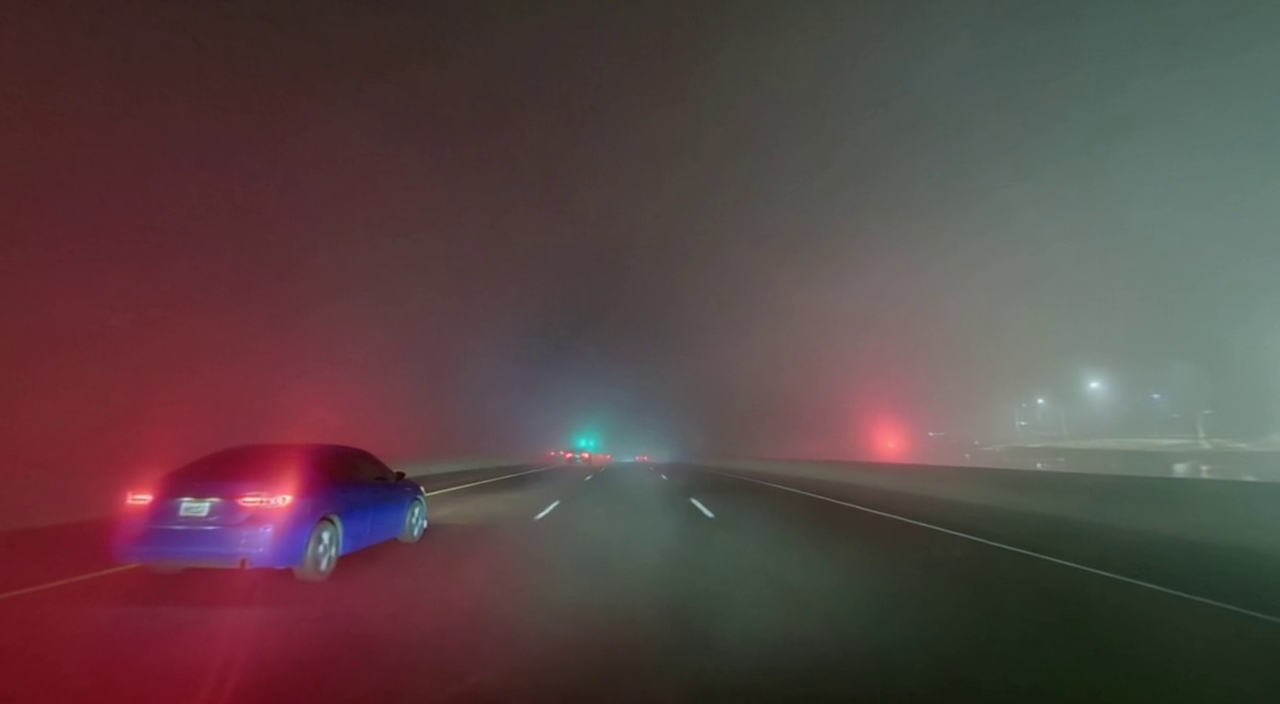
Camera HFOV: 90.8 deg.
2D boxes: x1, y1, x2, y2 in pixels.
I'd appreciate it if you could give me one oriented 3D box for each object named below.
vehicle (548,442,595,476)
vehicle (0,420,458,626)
[{"bbox_3d":[-3.635,5.754,34.337,2.075,1.702,4.257,0,-9,0],"label":"vehicle"},{"bbox_3d":[-3.724,1.582,6.890,2.114,1.480,4.473,0,-9,0],"label":"vehicle"}]
